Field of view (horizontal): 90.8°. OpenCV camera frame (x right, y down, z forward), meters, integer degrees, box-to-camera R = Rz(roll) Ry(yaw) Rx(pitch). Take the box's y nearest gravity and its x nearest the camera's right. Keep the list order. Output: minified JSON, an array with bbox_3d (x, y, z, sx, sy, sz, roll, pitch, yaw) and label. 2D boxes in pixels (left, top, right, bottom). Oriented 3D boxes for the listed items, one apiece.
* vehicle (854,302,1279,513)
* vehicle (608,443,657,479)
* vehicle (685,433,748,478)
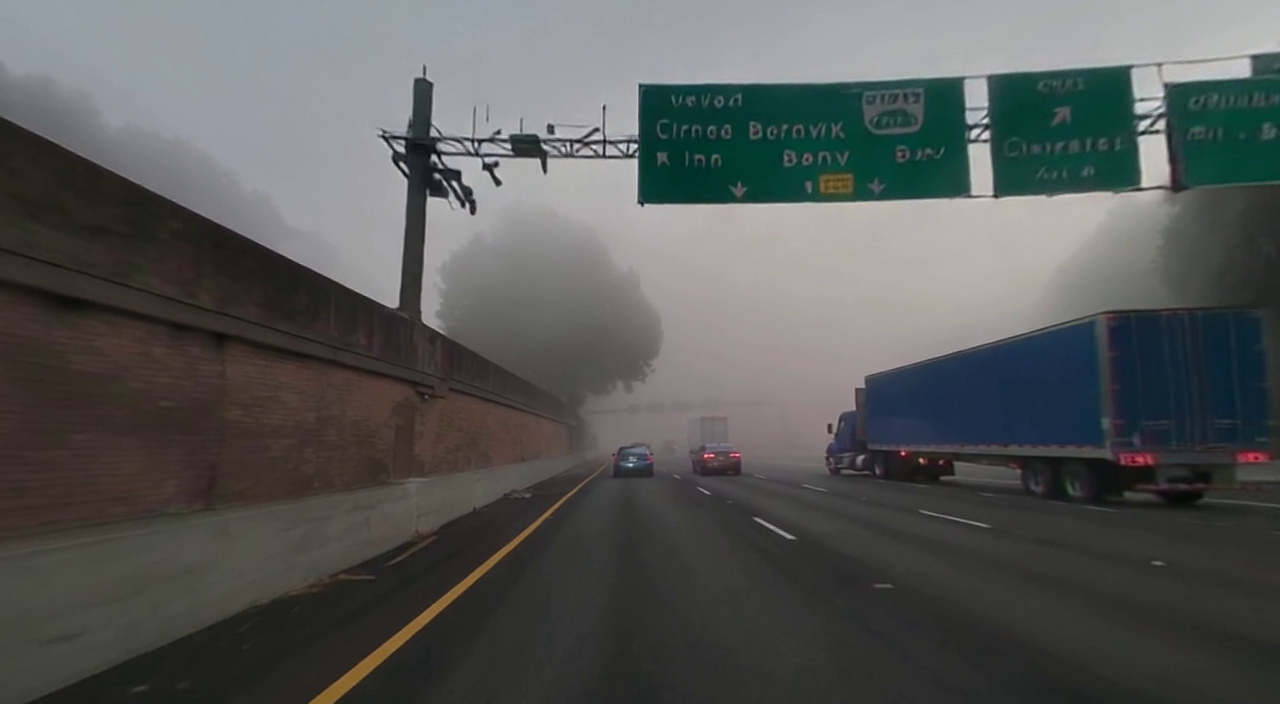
[{"bbox_3d":[11.083,2.187,20.074,2.914,4.134,15.553,0,-9,-1],"label":"vehicle"},{"bbox_3d":[-0.380,4.877,28.596,2.083,1.477,3.965,0,-9,-2],"label":"vehicle"},{"bbox_3d":[3.365,4.709,28.863,2.114,1.849,4.692,0,-9,-2],"label":"vehicle"}]
